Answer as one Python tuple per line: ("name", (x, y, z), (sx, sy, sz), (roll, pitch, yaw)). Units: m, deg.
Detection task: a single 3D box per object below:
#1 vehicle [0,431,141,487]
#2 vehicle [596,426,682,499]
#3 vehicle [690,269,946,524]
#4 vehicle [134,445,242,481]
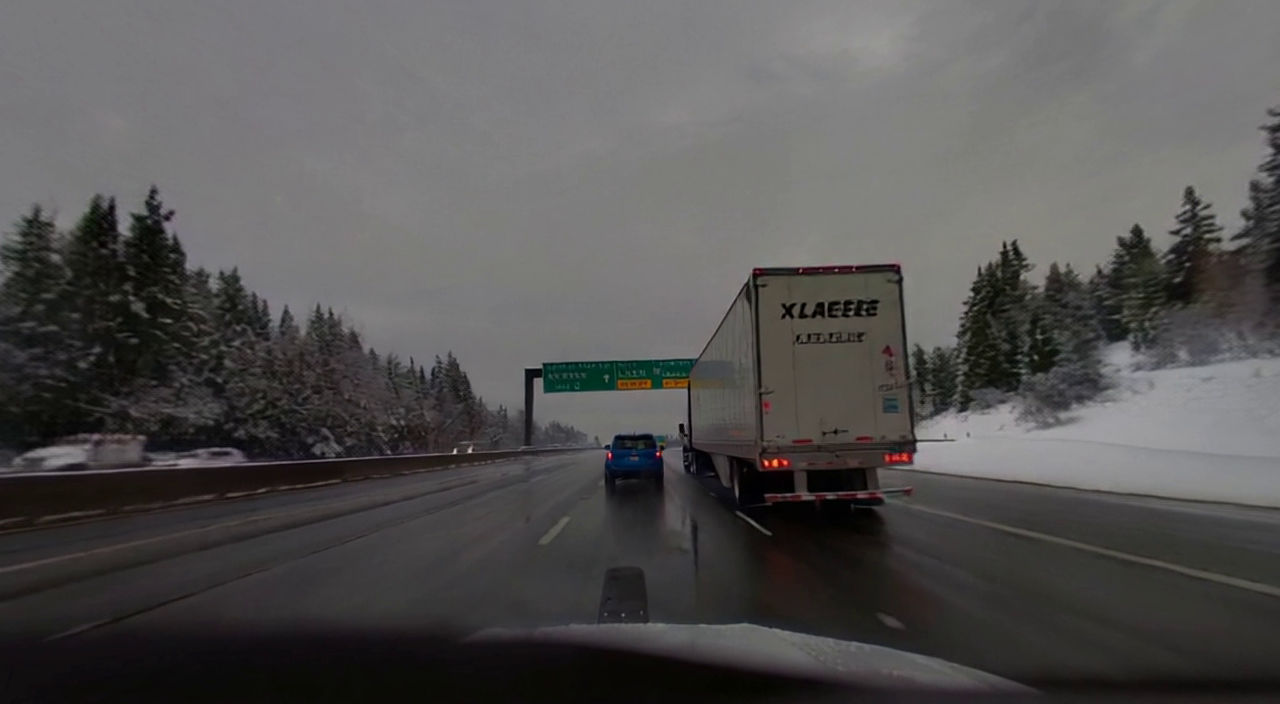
("vehicle", (-29.330, 5.419, 32.166), (2.372, 2.570, 6.001), (0, -8, 1))
("vehicle", (-0.036, 2.952, 17.118), (2.054, 1.706, 4.201), (0, -8, 0))
("vehicle", (3.451, 1.827, 18.015), (2.909, 4.135, 15.820), (0, -8, 1))
("vehicle", (-22.519, 5.515, 31.520), (1.917, 1.620, 4.634), (0, -8, 1))
